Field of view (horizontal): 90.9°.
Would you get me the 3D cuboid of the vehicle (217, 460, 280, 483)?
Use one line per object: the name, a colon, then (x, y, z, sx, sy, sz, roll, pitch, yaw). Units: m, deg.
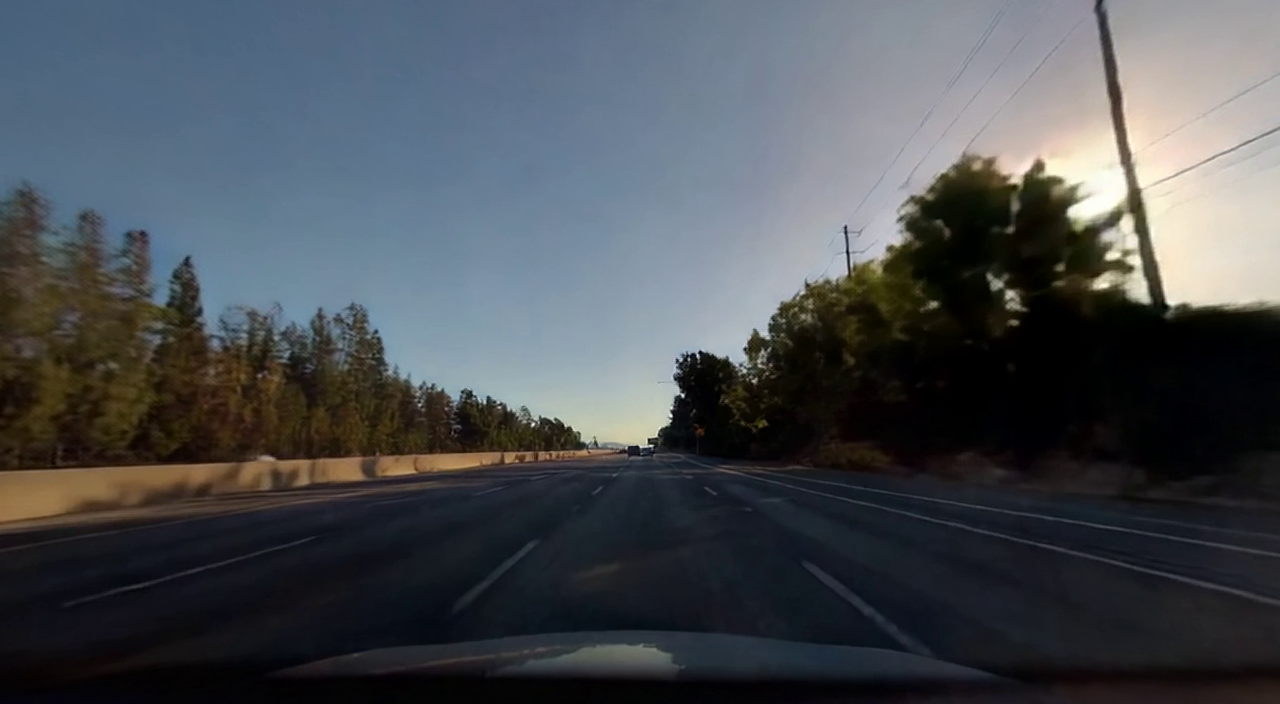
vehicle: (-27.740, 8.449, 44.808, 1.687, 1.391, 4.192, 0, -8, 2)
